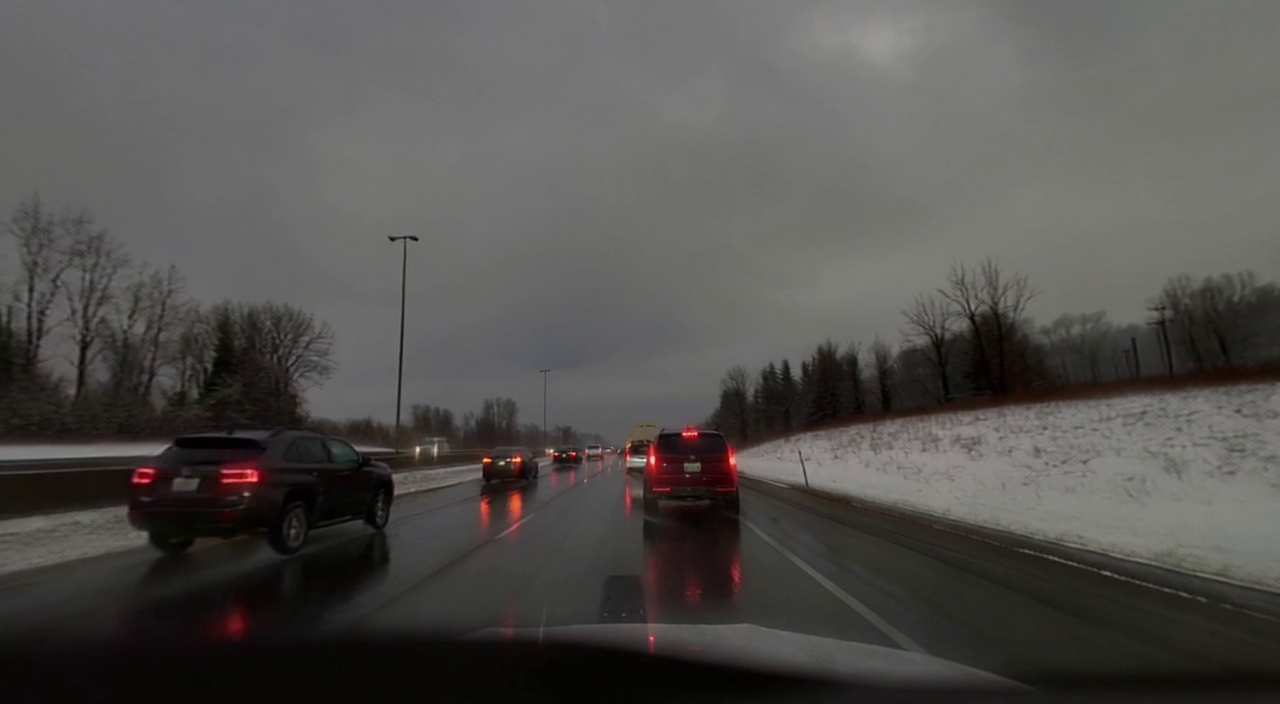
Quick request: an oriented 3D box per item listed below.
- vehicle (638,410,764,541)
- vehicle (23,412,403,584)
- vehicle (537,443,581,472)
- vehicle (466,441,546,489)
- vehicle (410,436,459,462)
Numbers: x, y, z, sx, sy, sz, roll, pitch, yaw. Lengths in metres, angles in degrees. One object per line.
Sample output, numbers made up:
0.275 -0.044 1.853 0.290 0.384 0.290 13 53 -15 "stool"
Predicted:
0.884 2.119 11.331 1.825 1.920 3.960 0 -9 -1 "vehicle"
-4.928 1.729 8.237 1.934 1.642 4.201 0 -9 1 "vehicle"
-4.609 6.060 36.313 1.855 1.527 4.209 0 -9 1 "vehicle"
-4.591 3.919 22.143 1.867 1.489 3.829 0 -9 2 "vehicle"
-15.959 7.588 49.181 2.076 1.922 5.041 0 -9 1 "vehicle"
